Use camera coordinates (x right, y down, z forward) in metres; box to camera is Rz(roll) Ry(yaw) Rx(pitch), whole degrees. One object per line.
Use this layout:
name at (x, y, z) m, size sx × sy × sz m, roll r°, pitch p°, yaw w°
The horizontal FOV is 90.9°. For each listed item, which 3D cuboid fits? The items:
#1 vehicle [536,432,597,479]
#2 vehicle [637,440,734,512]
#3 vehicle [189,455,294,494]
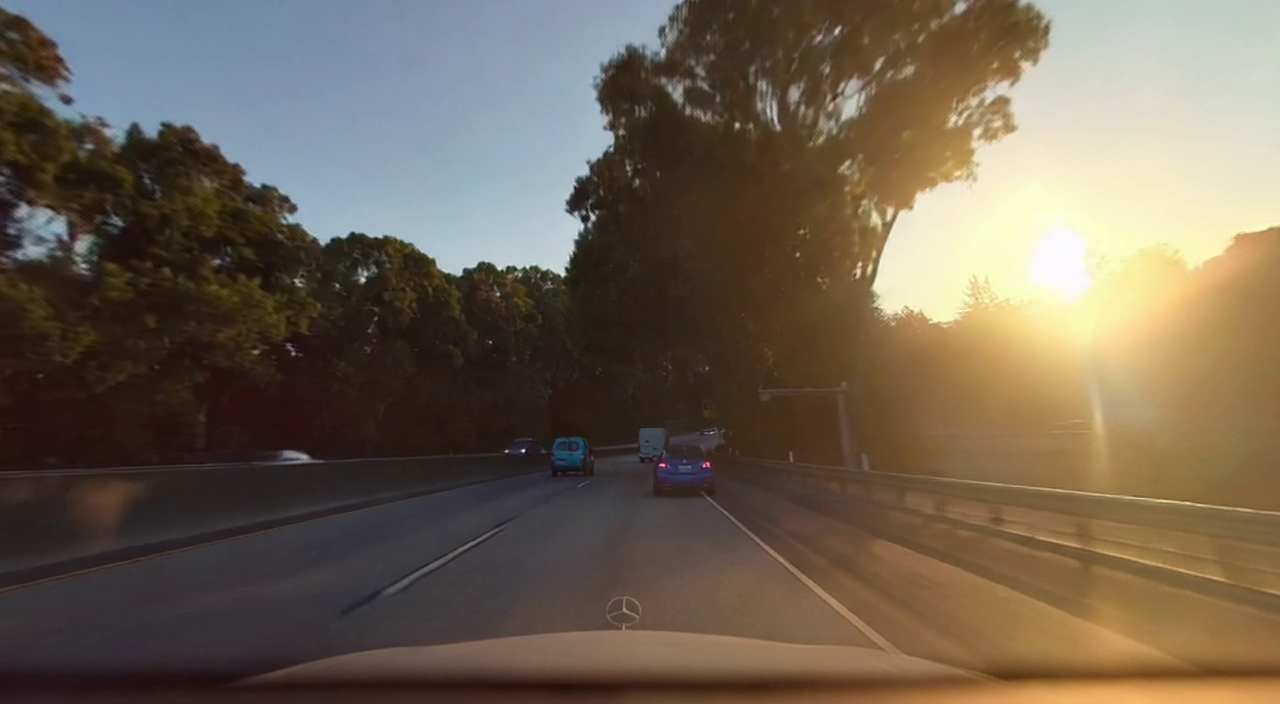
vehicle at (-3.432, 5.006, 30.629) m, size 2.217 × 2.033 × 4.975 m, roll 0°, pitch -9°, yaw 2°
vehicle at (0.939, 2.877, 15.029) m, size 2.012 × 1.485 × 3.649 m, roll 0°, pitch -9°, yaw 0°
vehicle at (-16.028, 4.912, 25.602) m, size 1.756 × 1.428 × 3.699 m, roll 0°, pitch -9°, yaw 1°
